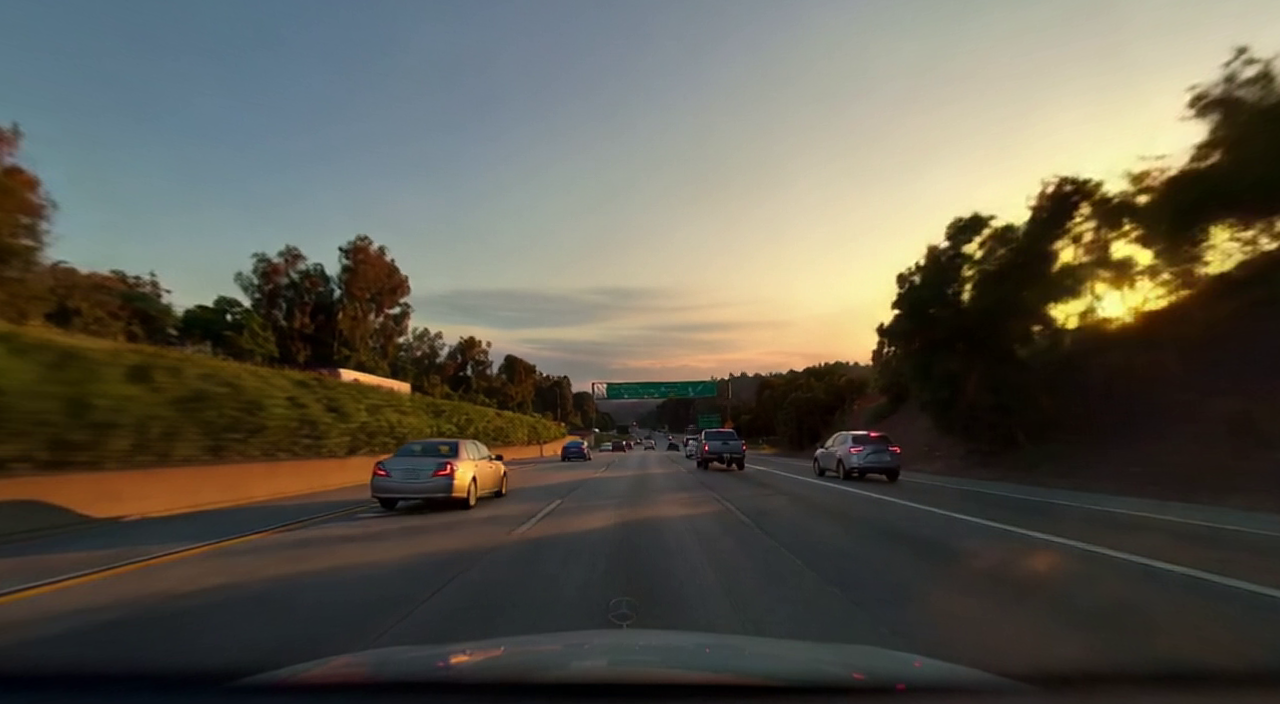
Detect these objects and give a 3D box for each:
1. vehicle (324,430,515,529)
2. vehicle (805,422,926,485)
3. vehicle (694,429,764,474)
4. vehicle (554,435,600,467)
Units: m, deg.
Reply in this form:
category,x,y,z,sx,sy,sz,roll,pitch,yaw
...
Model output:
category,x,y,z,sx,sy,sz,roll,pitch,yaw
vehicle,-3.737,2.231,11.593,1.978,1.473,4.073,0,-8,1
vehicle,7.908,3.637,22.903,2.291,1.968,5.662,0,-8,0
vehicle,4.137,4.762,30.427,2.517,1.935,5.552,0,-8,-1
vehicle,-3.371,5.411,34.489,2.020,1.628,4.248,0,-8,1
